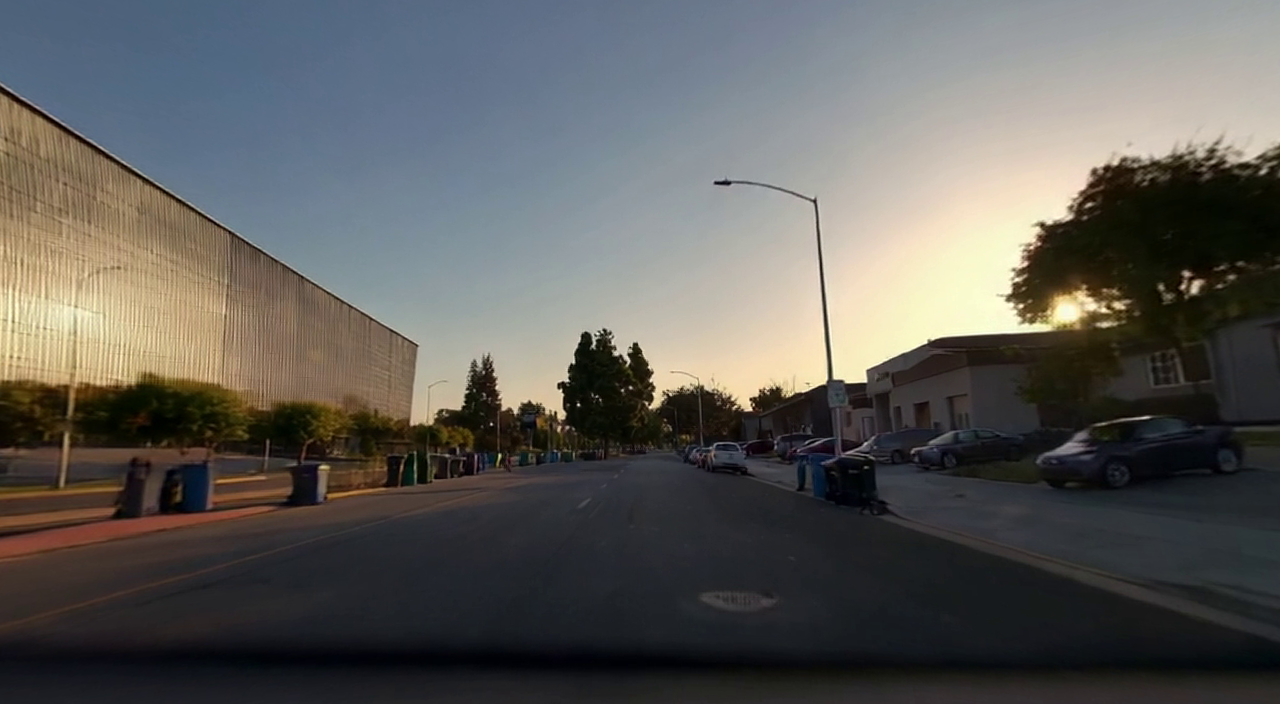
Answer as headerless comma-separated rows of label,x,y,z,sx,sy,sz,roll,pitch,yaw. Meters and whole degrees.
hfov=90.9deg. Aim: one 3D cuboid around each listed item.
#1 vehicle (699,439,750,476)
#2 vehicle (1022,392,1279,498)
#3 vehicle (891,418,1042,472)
vehicle,4.481,5.693,34.252,2.078,1.771,5.174,1,-8,0
vehicle,11.400,1.985,13.684,4.865,1.674,1.963,-5,-9,-5
vehicle,11.936,3.476,23.269,4.418,1.532,1.889,-4,-11,-3
